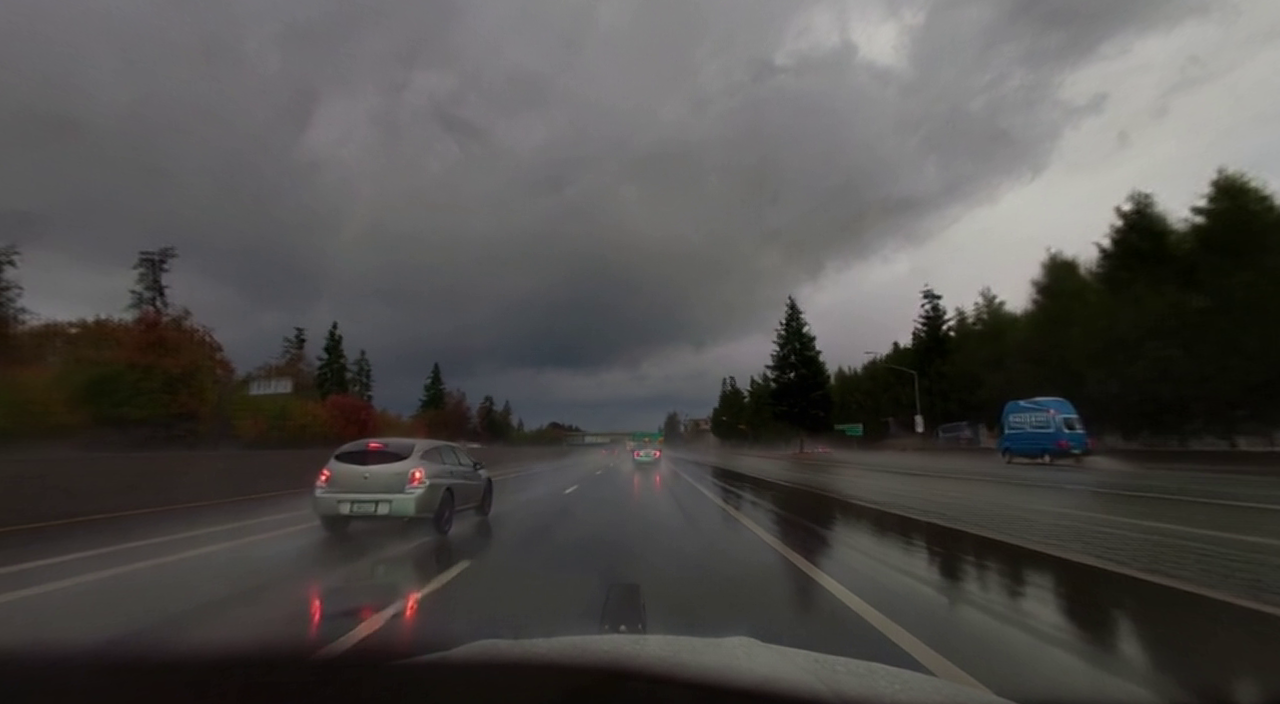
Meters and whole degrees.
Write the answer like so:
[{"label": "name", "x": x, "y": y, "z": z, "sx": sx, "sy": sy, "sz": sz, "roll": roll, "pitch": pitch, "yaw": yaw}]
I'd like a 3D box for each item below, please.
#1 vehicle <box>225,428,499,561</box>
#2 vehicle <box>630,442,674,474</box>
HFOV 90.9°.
[{"label": "vehicle", "x": -3.600, "y": 1.921, "z": 9.208, "sx": 2.062, "sy": 1.474, "sz": 4.151, "roll": 0, "pitch": -9, "yaw": 0}, {"label": "vehicle", "x": 0.558, "y": 5.131, "z": 30.599, "sx": 2.002, "sy": 1.449, "sz": 3.612, "roll": 0, "pitch": -9, "yaw": 0}]
